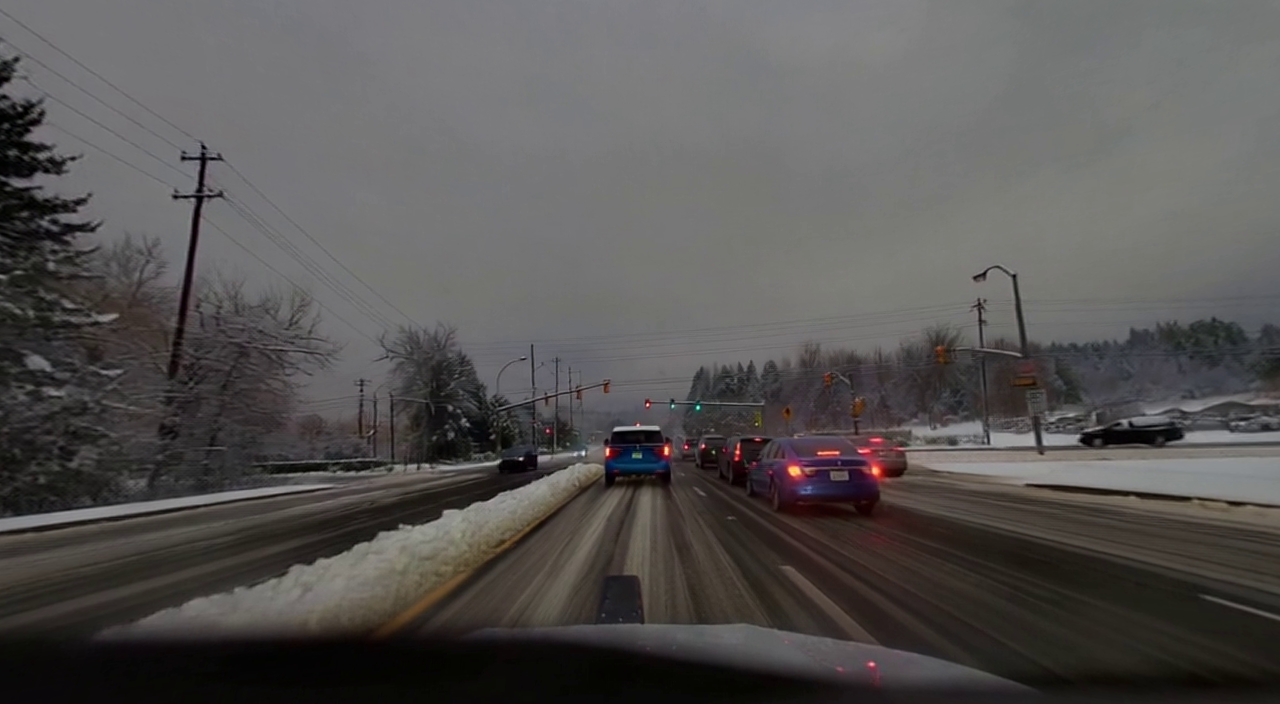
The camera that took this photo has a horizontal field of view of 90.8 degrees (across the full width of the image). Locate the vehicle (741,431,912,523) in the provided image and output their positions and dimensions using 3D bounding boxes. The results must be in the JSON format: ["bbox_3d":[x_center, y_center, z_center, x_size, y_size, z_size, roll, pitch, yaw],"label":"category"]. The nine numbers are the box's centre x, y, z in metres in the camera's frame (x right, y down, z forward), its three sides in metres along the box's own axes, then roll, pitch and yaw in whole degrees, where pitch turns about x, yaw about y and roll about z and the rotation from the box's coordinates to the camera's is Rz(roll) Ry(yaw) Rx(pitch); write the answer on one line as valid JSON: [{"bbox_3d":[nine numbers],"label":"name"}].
[{"bbox_3d":[3.372,2.350,12.508,1.984,1.462,4.513,0,-8,0],"label":"vehicle"}]

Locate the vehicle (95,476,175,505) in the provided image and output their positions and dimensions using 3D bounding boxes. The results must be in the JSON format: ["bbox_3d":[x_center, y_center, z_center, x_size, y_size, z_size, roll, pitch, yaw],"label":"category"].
[{"bbox_3d":[-33.208,9.102,41.606,3.637,1.483,2.007,-3,-5,2],"label":"vehicle"}]

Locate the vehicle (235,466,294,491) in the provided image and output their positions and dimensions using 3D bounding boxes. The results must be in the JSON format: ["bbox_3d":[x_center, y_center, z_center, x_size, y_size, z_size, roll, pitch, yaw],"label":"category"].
[{"bbox_3d":[-25.690,8.637,43.219,3.826,1.522,1.741,-7,-10,29],"label":"vehicle"}]

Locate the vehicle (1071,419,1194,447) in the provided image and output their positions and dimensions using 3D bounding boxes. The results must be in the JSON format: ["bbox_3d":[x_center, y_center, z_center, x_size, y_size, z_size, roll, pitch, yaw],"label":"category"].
[{"bbox_3d":[37.392,6.237,48.213,7.088,1.918,2.678,-7,-10,38],"label":"vehicle"}]

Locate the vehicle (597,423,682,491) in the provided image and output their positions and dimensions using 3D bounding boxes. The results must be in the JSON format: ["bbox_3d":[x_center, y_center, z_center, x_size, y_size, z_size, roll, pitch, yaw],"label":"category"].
[{"bbox_3d":[-0.042,3.179,19.403,2.300,1.821,4.254,0,-8,-1],"label":"vehicle"}]

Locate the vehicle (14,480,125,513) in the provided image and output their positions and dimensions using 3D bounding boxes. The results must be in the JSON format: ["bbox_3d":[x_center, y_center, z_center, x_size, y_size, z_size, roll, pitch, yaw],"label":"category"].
[{"bbox_3d":[-32.453,8.198,36.015,4.224,1.614,2.123,-1,-8,0],"label":"vehicle"}]
